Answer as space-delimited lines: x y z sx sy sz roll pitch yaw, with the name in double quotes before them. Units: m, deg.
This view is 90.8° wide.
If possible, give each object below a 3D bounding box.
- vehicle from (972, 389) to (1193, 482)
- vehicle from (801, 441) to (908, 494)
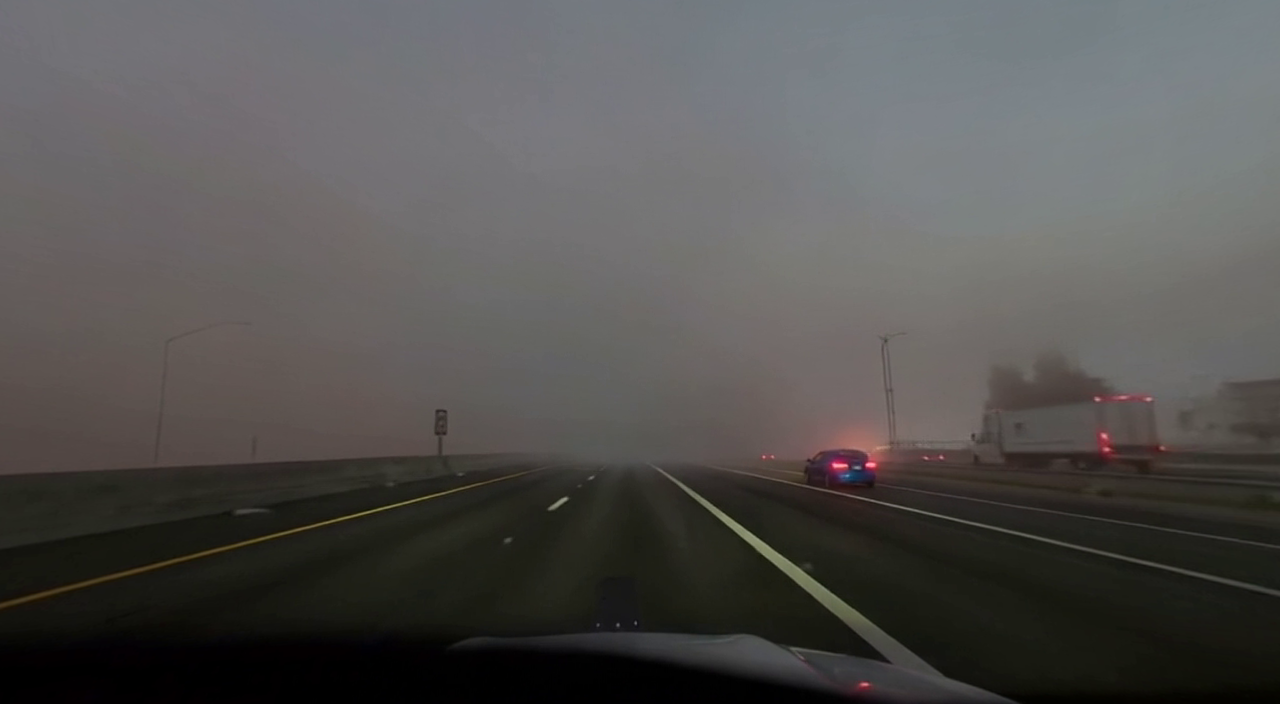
"vehicle" 20.728 4.165 30.945 2.841 3.731 10.555 0 -9 -2
"vehicle" 6.906 3.737 20.925 1.958 1.498 4.447 0 -8 0
